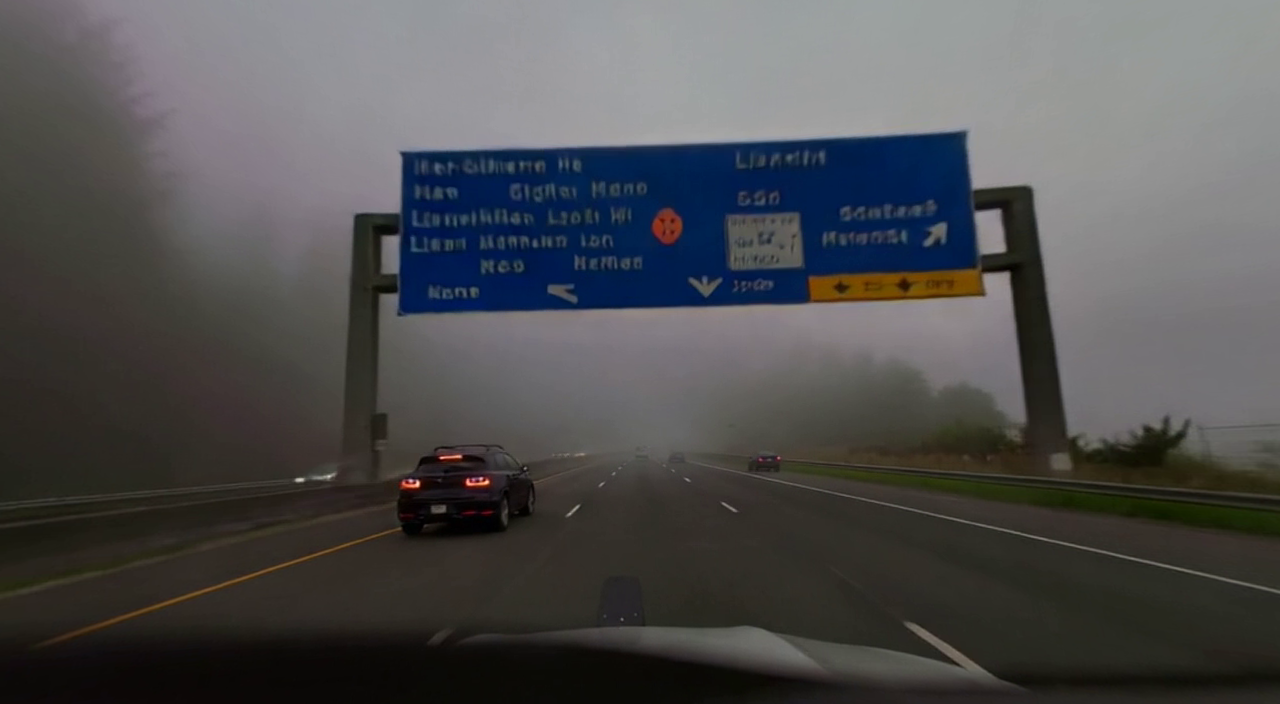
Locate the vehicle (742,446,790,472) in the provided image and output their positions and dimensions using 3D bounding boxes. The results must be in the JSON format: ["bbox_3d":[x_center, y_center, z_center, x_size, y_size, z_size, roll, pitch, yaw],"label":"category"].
[{"bbox_3d":[7.718,6.575,38.970,1.943,1.493,4.507,0,-9,-1],"label":"vehicle"}]

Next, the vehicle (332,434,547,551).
[{"bbox_3d":[-3.029,2.234,10.725,2.191,1.563,4.318,0,-9,1],"label":"vehicle"}]
